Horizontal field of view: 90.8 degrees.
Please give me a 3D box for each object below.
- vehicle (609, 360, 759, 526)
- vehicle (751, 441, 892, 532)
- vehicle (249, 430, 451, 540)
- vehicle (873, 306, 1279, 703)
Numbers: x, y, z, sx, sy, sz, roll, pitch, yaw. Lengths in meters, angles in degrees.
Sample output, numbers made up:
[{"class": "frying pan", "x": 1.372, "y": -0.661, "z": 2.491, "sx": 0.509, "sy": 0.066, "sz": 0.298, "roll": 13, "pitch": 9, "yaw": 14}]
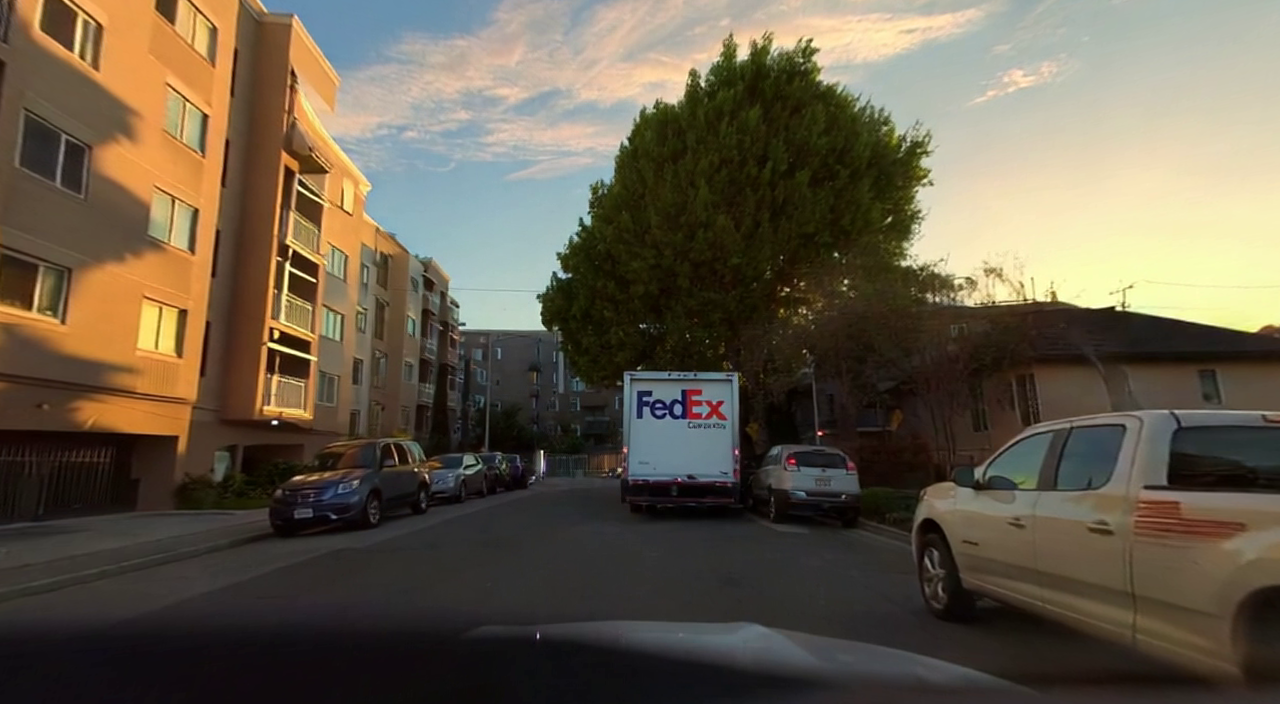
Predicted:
[{"class": "vehicle", "x": 0.814, "y": 2.388, "z": 16.626, "sx": 2.930, "sy": 3.275, "sz": 8.180, "roll": 0, "pitch": -8, "yaw": -1}, {"class": "vehicle", "x": 3.623, "y": 2.725, "z": 13.410, "sx": 1.868, "sy": 1.623, "sz": 3.815, "roll": 0, "pitch": -9, "yaw": 0}, {"class": "vehicle", "x": -5.683, "y": 2.633, "z": 13.225, "sx": 2.020, "sy": 1.867, "sz": 4.654, "roll": 0, "pitch": -8, "yaw": -1}, {"class": "vehicle", "x": 3.591, "y": 1.059, "z": 3.964, "sx": 2.221, "sy": 1.991, "sz": 5.564, "roll": 0, "pitch": -9, "yaw": 1}]
